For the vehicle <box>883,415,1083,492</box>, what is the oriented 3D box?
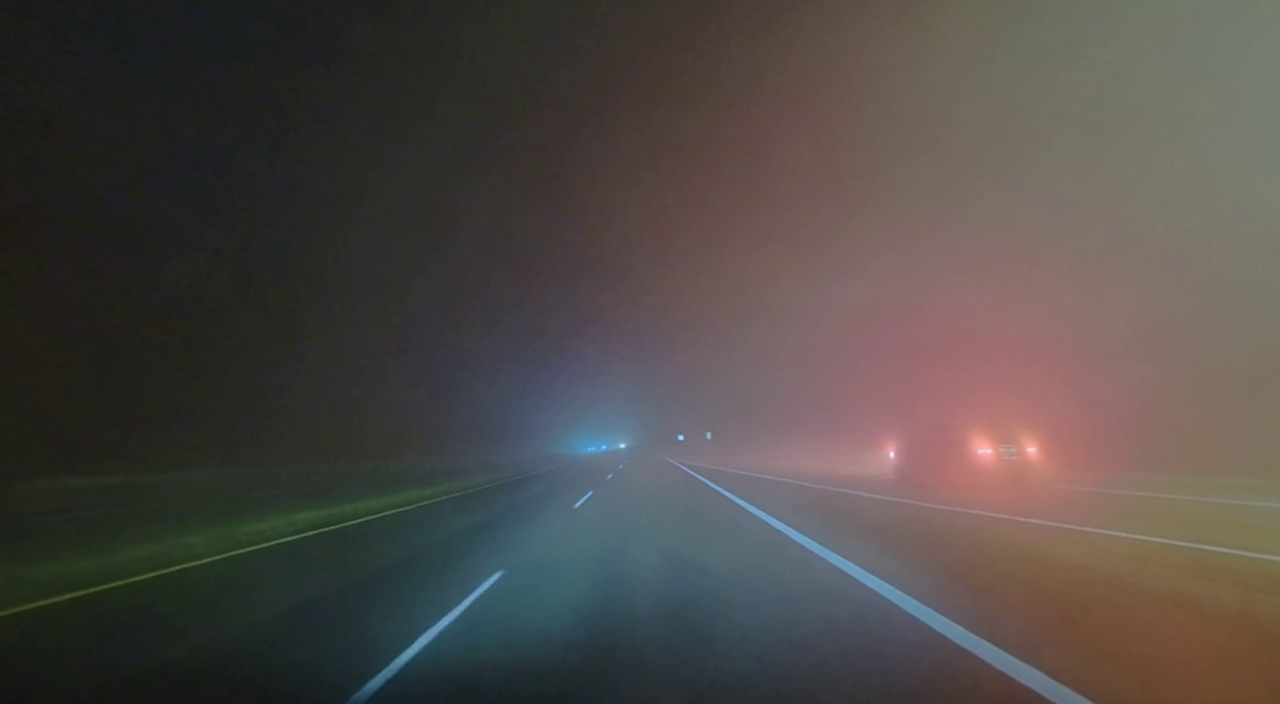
[{"bbox_3d":[9.759,2.946,18.626,2.328,1.916,5.227,1,-8,-10],"label":"vehicle"}]
